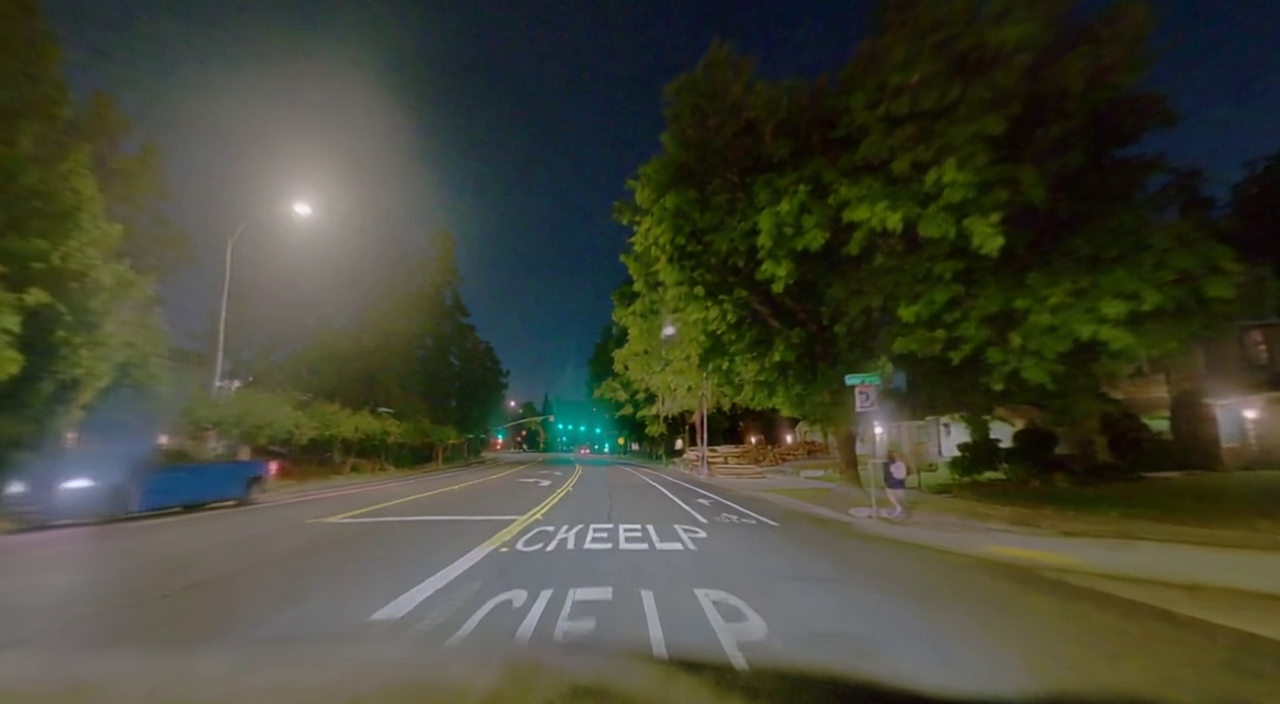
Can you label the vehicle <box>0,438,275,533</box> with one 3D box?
[{"bbox_3d":[-11.067,2.854,14.235,2.053,1.727,4.651,-2,-9,16],"label":"vehicle"}]
